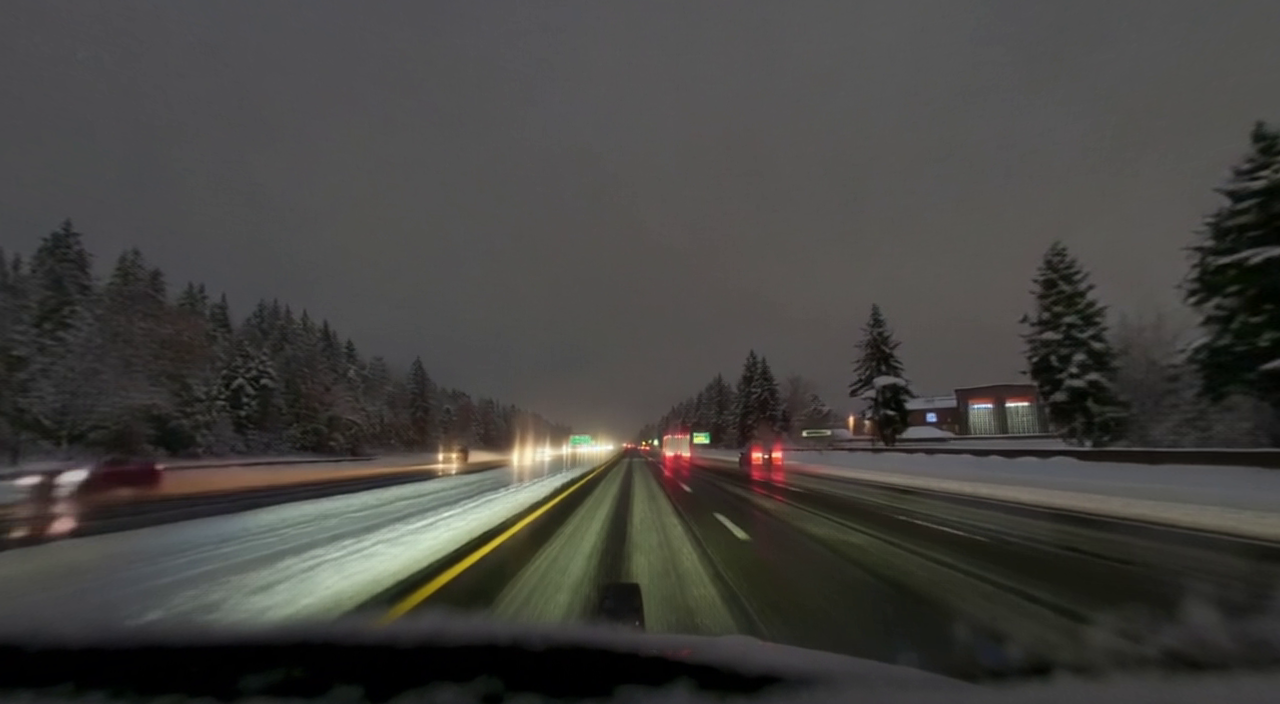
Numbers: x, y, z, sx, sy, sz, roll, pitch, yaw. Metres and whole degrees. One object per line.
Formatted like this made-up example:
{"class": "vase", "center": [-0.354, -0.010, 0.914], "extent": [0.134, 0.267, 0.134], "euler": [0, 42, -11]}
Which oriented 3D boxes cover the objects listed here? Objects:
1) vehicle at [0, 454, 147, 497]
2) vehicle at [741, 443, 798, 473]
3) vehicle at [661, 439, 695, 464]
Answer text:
{"class": "vehicle", "center": [-22.389, 4.821, 25.109], "extent": [1.825, 1.465, 4.645], "euler": [0, -9, 0]}
{"class": "vehicle", "center": [6.744, 5.546, 33.300], "extent": [2.009, 1.456, 4.097], "euler": [0, -9, -1]}
{"class": "vehicle", "center": [2.869, 7.664, 48.601], "extent": [2.258, 1.824, 4.908], "euler": [0, -9, -1]}
